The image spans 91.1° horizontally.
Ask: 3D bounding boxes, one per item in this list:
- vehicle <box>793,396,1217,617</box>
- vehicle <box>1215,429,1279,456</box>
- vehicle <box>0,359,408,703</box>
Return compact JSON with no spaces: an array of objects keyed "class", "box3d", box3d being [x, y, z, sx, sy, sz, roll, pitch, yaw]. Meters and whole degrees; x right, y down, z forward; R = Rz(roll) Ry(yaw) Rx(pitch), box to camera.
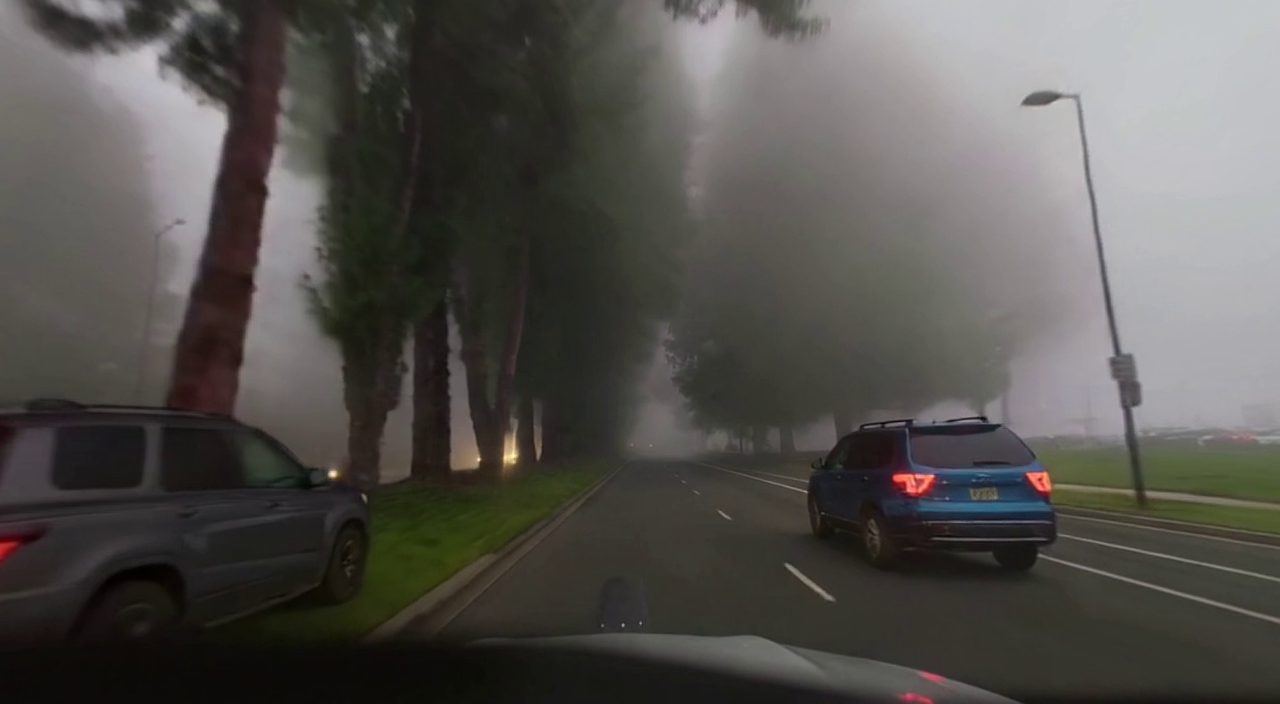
[{"class":"vehicle","box3d":[3.558,1.610,7.633,2.087,1.759,5.040,0,-8,0]},{"class":"vehicle","box3d":[43.098,6.277,43.625,4.164,1.794,2.005,0,-8,1]},{"class":"vehicle","box3d":[-3.406,1.120,4.177,2.025,1.635,4.293,0,-8,1]}]
